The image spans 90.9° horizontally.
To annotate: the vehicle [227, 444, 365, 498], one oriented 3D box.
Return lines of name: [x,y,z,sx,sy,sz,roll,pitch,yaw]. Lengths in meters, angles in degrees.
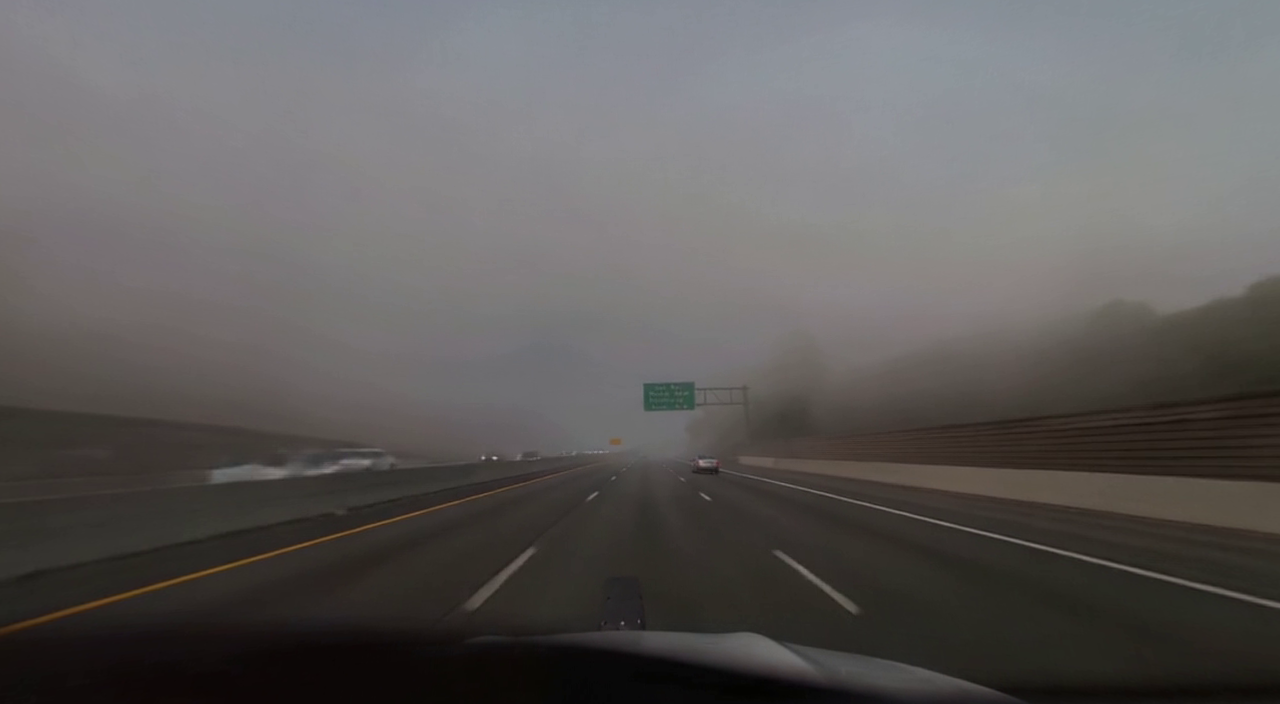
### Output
vehicle: [-10.626,3.678,19.902,1.883,1.512,4.306,0,-9,0]

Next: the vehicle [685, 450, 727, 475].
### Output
vehicle: [3.836,6.499,37.338,2.065,1.400,4.028,0,-9,0]
